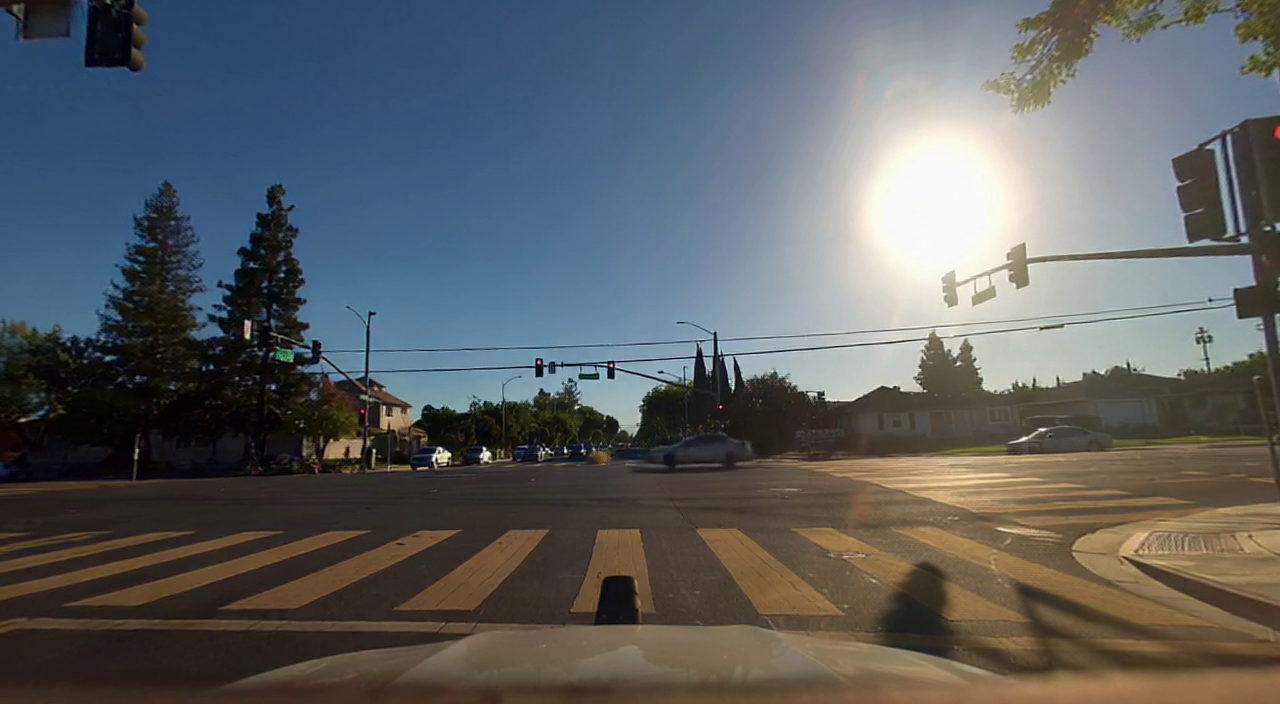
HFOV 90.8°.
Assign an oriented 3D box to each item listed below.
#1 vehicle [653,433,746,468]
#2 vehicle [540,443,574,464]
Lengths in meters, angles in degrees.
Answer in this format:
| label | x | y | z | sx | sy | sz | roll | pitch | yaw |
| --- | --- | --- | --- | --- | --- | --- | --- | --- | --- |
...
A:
| label | x | y | z | sx | sy | sz | roll | pitch | yaw |
| --- | --- | --- | --- | --- | --- | --- | --- | --- | --- |
| vehicle | 3.125 | 5.207 | 33.373 | 4.706 | 1.710 | 1.932 | -1 | -8 | 5 |
| vehicle | -6.139 | 7.523 | 47.046 | 1.936 | 1.444 | 4.168 | 0 | -8 | 0 |
